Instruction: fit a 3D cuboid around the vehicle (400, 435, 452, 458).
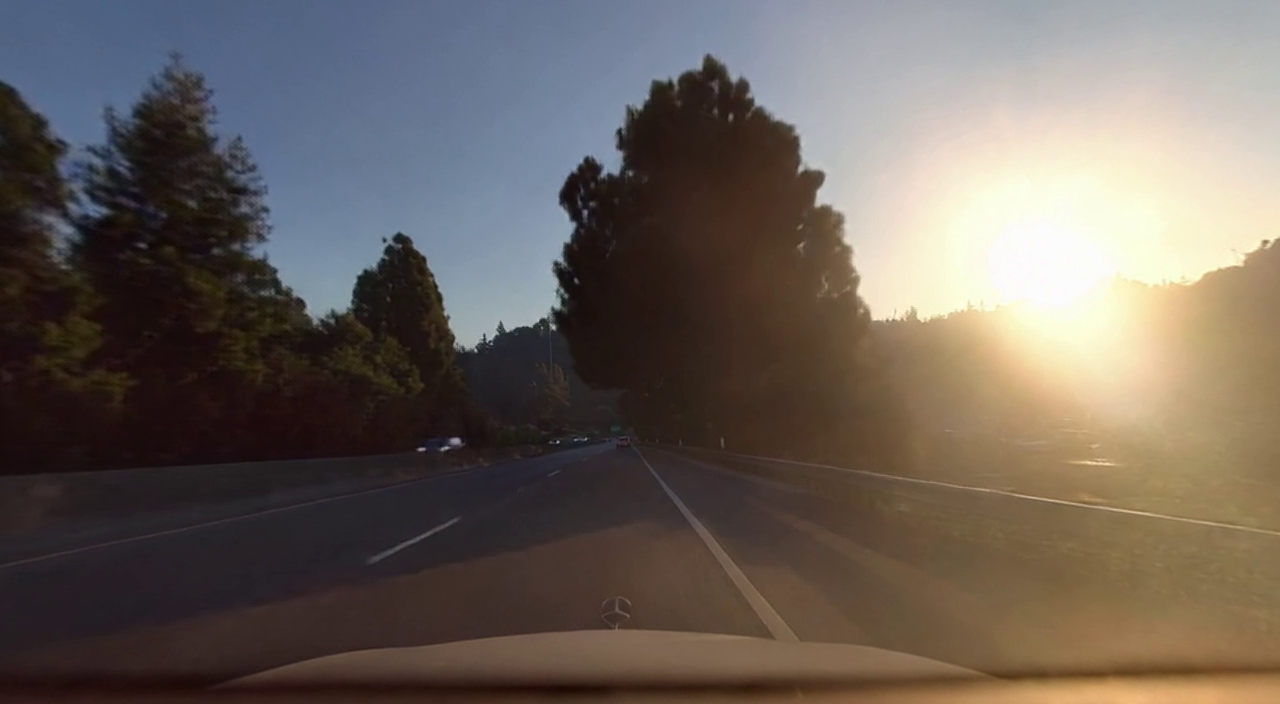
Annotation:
[{"bbox_3d":[-14.234,6.295,42.127,2.160,1.474,4.150,0,-8,-2],"label":"vehicle"}]
